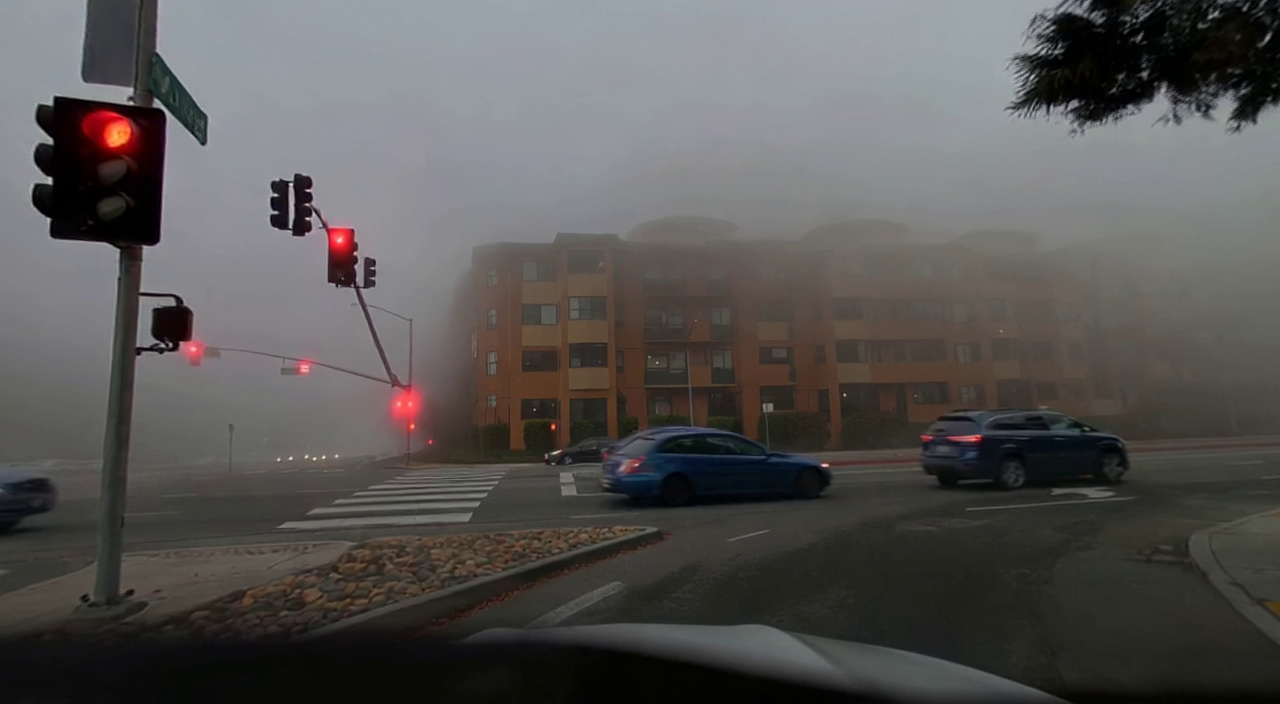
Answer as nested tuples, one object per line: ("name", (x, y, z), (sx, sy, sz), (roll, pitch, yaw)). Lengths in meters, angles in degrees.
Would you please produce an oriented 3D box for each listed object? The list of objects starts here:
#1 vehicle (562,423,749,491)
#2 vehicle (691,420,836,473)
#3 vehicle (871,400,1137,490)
("vehicle", (0.377, 2.826, 17.242), (4.719, 1.671, 1.985), (2, -9, -16))
("vehicle", (4.208, 3.256, 21.746), (4.503, 1.689, 1.879), (2, -9, -16))
("vehicle", (8.798, 2.249, 15.400), (5.554, 1.911, 2.225), (2, -9, -15))
